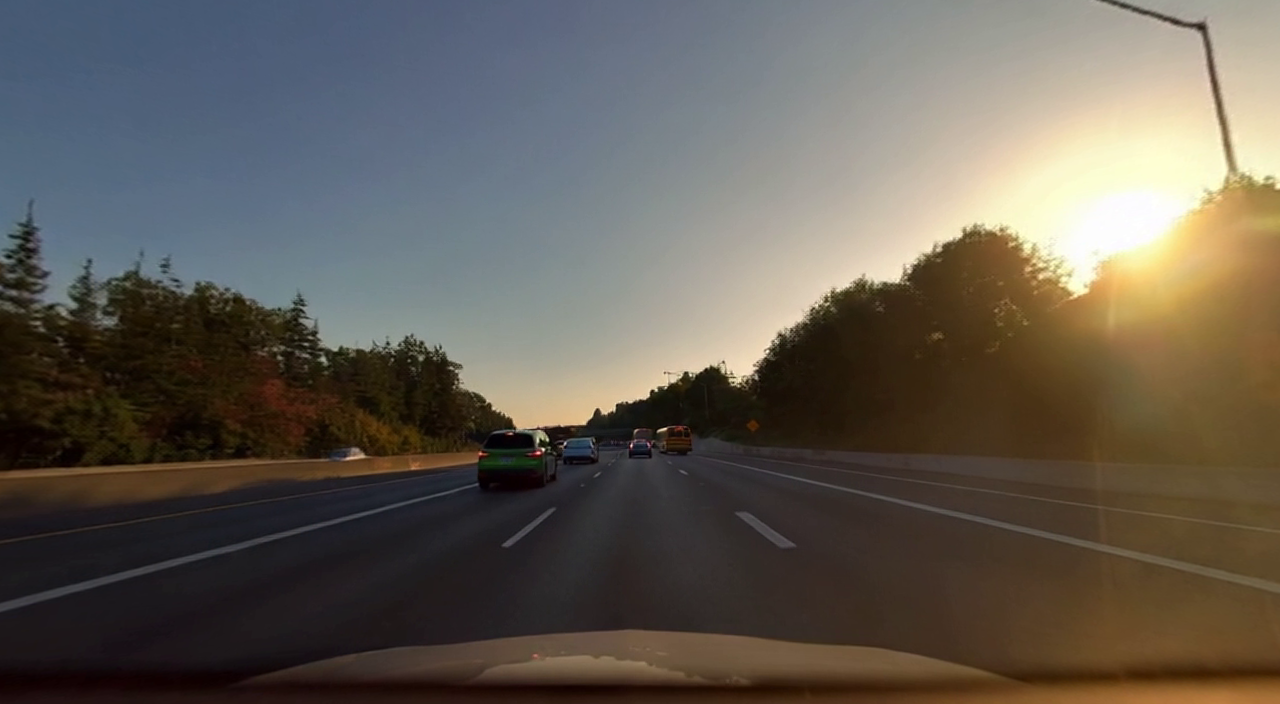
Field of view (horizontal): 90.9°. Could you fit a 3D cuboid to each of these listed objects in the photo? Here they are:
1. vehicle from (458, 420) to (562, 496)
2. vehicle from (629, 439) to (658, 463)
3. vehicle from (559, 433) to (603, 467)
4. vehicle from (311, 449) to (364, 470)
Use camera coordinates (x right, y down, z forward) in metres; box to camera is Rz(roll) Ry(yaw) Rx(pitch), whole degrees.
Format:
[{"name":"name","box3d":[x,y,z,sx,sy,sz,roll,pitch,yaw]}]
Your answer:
[{"name":"vehicle","box3d":[-3.597,3.057,18.390,2.016,1.898,4.458,-1,-9,1]},{"name":"vehicle","box3d":[0.225,7.313,46.740,2.042,1.632,3.654,-1,-9,0]},{"name":"vehicle","box3d":[-3.438,5.857,37.640,2.155,1.843,4.567,-1,-9,0]},{"name":"vehicle","box3d":[-23.204,8.268,48.576,1.806,1.464,4.678,-1,-9,0]}]
